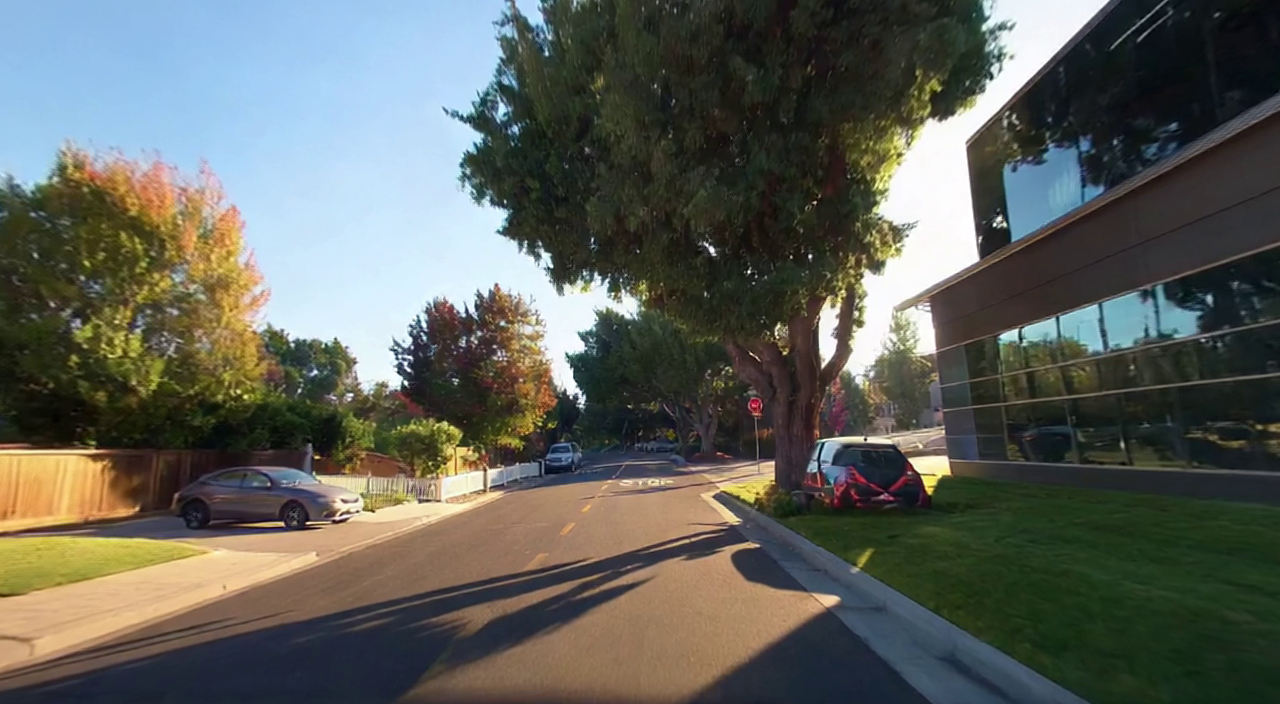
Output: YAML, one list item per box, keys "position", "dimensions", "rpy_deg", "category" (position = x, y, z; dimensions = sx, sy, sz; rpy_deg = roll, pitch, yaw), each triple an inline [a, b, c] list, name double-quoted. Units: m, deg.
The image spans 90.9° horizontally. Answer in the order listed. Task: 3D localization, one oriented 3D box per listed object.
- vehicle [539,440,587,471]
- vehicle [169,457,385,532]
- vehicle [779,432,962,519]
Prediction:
- position: [-5.378, 7.299, 44.965]
  dimensions: [2.308, 1.899, 6.107]
  rpy_deg: [-2, -7, 4]
  category: "vehicle"
- position: [-8.638, 3.409, 15.327]
  dimensions: [4.063, 1.483, 1.939]
  rpy_deg: [-2, -8, -1]
  category: "vehicle"
- position: [4.616, 2.547, 13.656]
  dimensions: [2.109, 1.500, 5.070]
  rpy_deg: [0, -8, 1]
  category: "vehicle"
